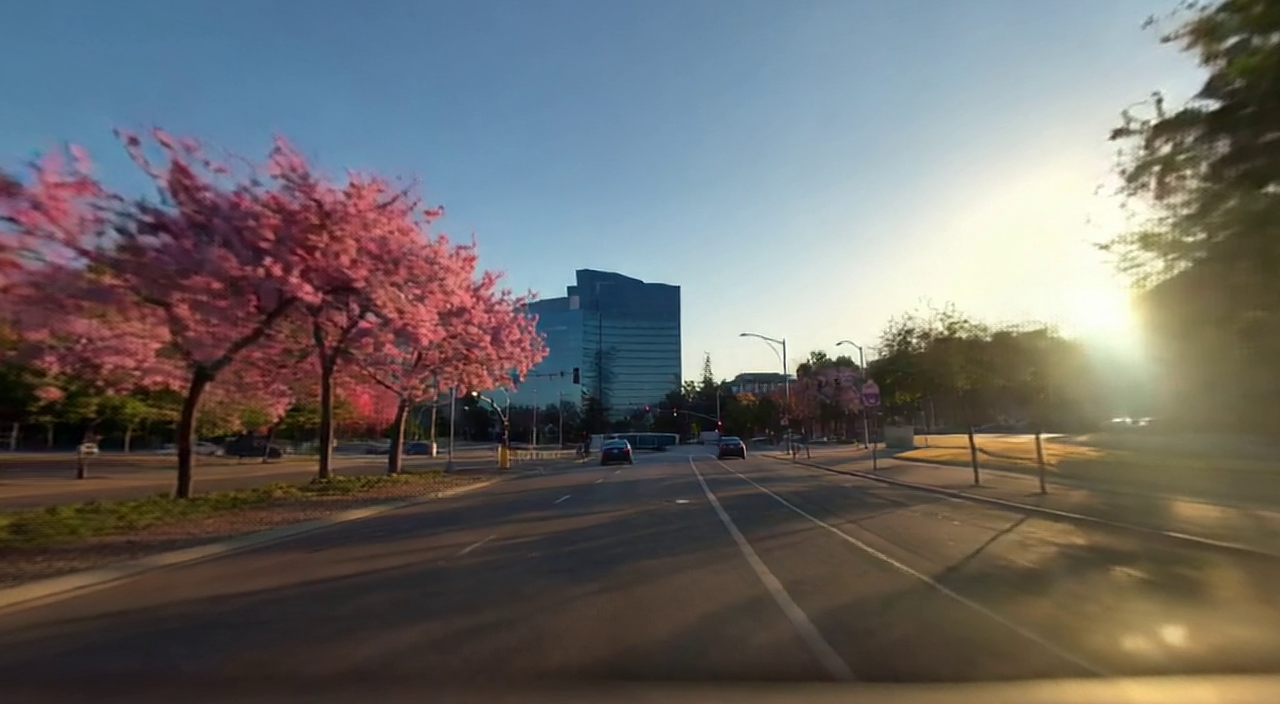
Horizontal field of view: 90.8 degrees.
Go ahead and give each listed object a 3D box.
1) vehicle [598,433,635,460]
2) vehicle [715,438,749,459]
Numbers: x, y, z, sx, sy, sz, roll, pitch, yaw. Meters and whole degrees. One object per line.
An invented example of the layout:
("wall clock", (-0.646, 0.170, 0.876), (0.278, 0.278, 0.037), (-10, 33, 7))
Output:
("vehicle", (-1.507, 6.339, 42.294), (1.995, 1.703, 4.367), (-1, -9, 5))
("vehicle", (6.672, 7.056, 46.244), (2.007, 1.466, 4.291), (-1, -9, 3))
